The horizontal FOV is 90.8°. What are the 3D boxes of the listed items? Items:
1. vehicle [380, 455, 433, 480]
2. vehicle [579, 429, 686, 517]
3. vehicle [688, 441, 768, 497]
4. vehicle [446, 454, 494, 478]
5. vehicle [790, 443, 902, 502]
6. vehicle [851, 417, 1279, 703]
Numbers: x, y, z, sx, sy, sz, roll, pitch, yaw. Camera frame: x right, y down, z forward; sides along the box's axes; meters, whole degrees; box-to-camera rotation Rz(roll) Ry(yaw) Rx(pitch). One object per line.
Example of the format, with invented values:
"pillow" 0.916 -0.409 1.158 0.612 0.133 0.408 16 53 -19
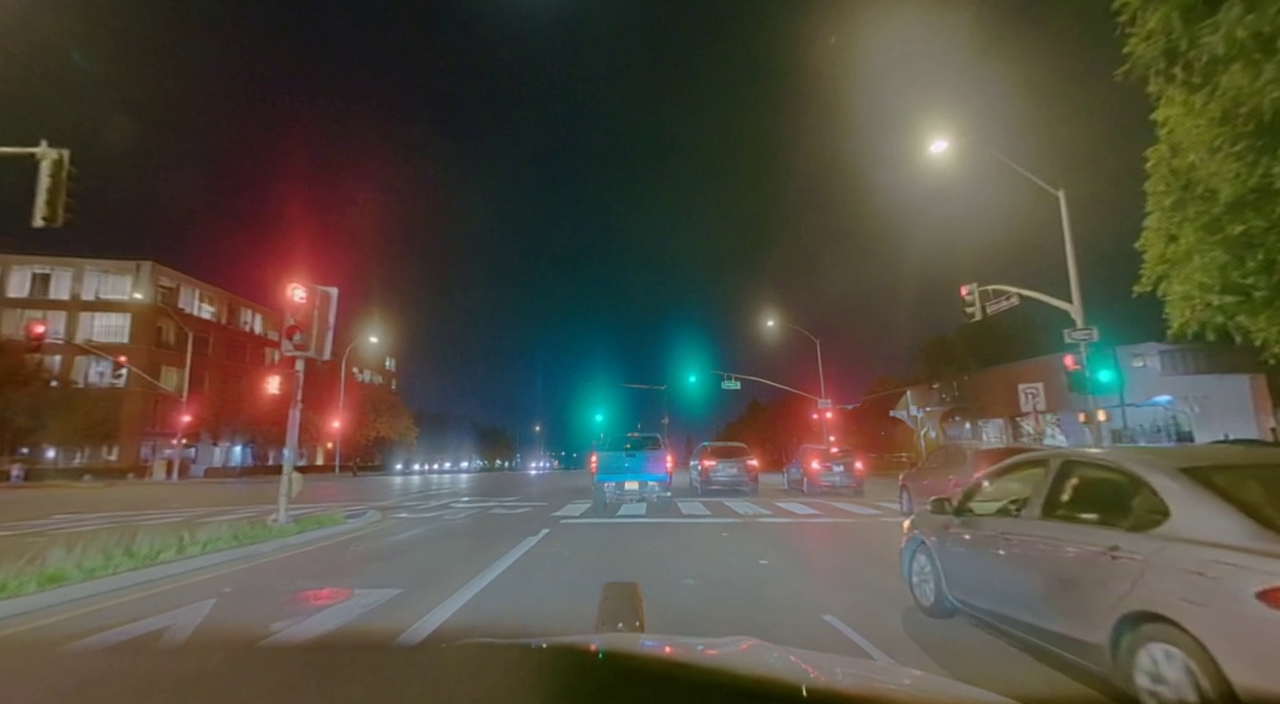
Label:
"vehicle" -15.841 7.851 43.090 1.915 1.491 4.347 0 -8 0
"vehicle" -0.227 2.995 16.206 2.344 1.883 4.572 0 -8 -2
"vehicle" 2.957 4.054 22.310 2.013 1.742 4.424 0 -8 -2
"vehicle" -11.776 7.916 44.112 1.989 1.459 4.667 0 -8 0
"vehicle" 6.418 3.781 20.305 2.002 1.651 4.305 0 -8 -2
"vehicle" 3.208 1.251 4.148 2.057 1.463 4.365 0 -8 -1
